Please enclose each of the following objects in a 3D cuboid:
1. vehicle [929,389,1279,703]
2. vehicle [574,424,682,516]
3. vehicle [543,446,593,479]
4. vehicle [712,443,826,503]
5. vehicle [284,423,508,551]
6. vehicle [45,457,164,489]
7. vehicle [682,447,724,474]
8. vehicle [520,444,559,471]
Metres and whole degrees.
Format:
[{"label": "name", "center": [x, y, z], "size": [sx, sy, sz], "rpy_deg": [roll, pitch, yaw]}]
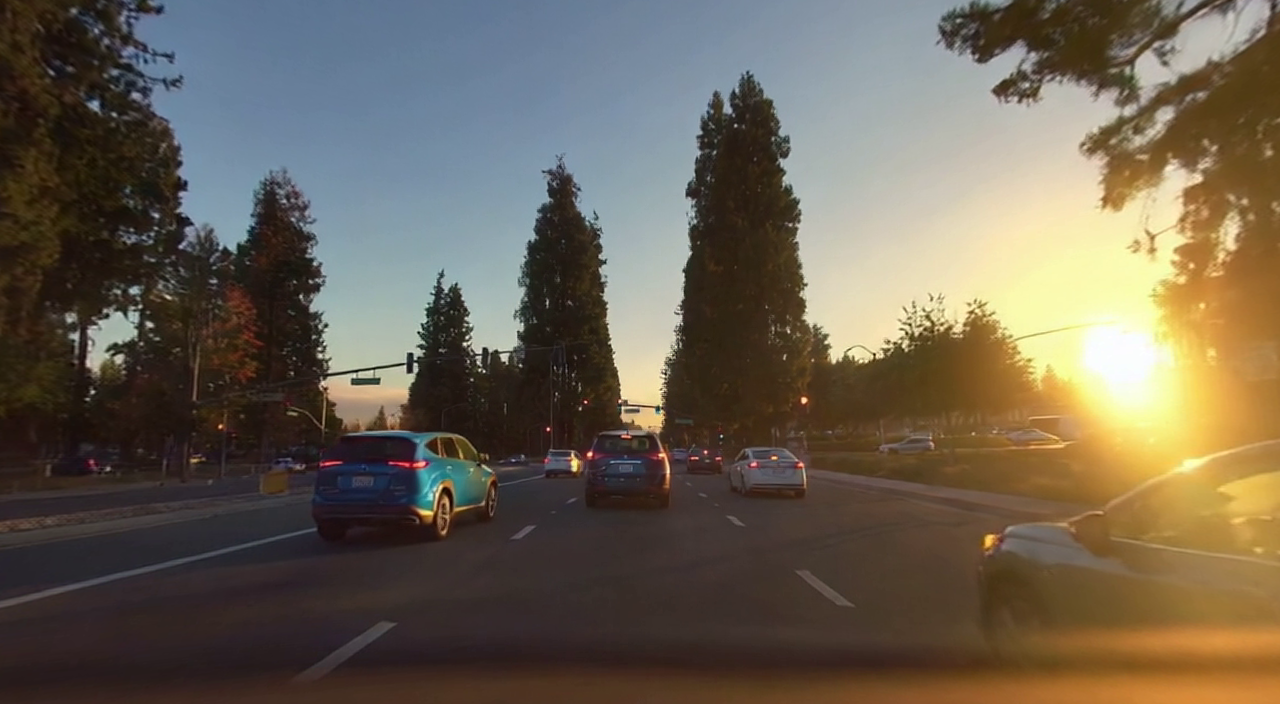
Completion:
[{"label": "vehicle", "center": [3.009, 0.889, 2.132], "size": [1.976, 1.491, 4.427], "rpy_deg": [0, -8, 0]}, {"label": "vehicle", "center": [-0.240, 2.677, 14.807], "size": [2.132, 1.816, 4.471], "rpy_deg": [0, -8, 0]}, {"label": "vehicle", "center": [-3.478, 5.404, 31.052], "size": [1.897, 1.479, 4.204], "rpy_deg": [0, -8, 1]}, {"label": "vehicle", "center": [3.505, 3.385, 18.169], "size": [2.036, 1.480, 4.659], "rpy_deg": [0, -8, -3]}, {"label": "vehicle", "center": [-3.759, 2.146, 10.720], "size": [2.039, 1.709, 4.265], "rpy_deg": [0, -8, 1]}, {"label": "vehicle", "center": [-34.041, 7.669, 40.194], "size": [5.352, 1.850, 2.276], "rpy_deg": [0, -8, -2]}, {"label": "vehicle", "center": [3.668, 6.372, 37.291], "size": [1.996, 1.443, 4.270], "rpy_deg": [0, -8, -1]}, {"label": "vehicle", "center": [-6.807, 7.220, 43.233], "size": [2.051, 1.722, 4.412], "rpy_deg": [0, -8, -1]}]
